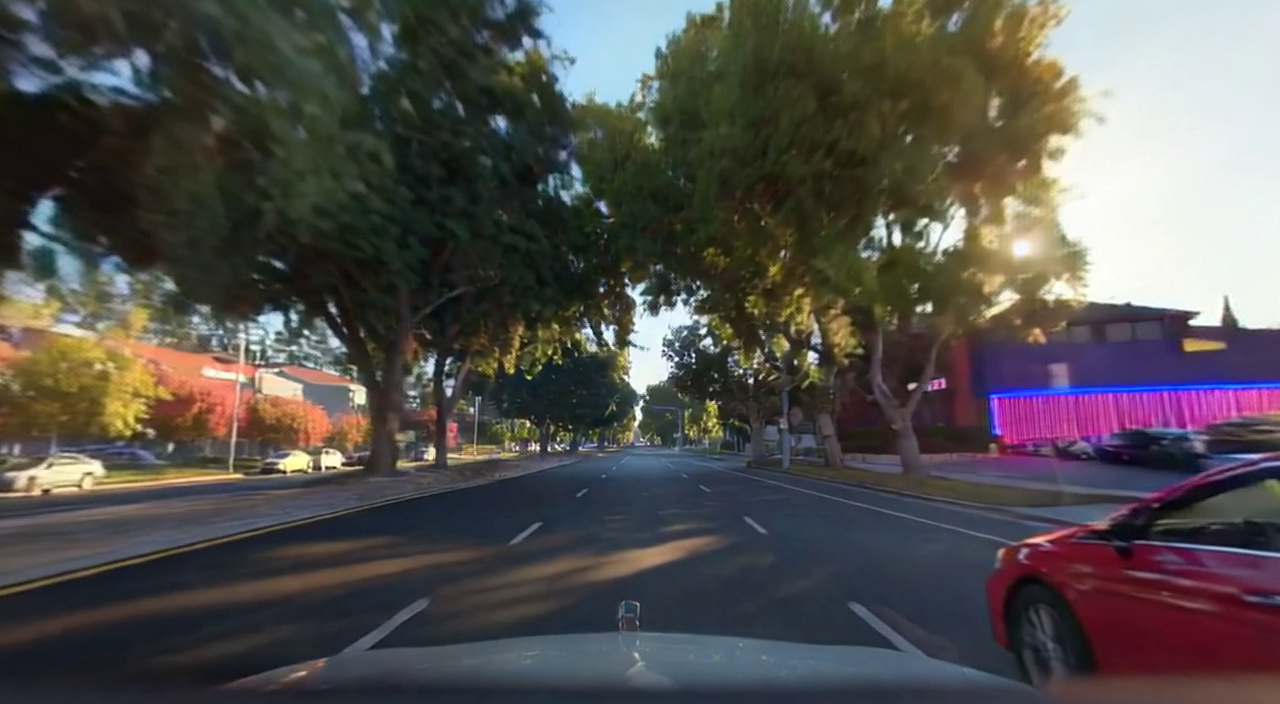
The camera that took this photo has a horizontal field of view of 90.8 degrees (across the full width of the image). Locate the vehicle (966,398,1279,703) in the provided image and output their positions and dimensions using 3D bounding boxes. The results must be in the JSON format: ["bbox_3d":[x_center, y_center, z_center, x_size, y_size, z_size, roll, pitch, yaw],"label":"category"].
[{"bbox_3d":[3.139,0.840,1.773,2.004,1.470,4.544,-1,-8,0],"label":"vehicle"}]

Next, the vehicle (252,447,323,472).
[{"bbox_3d":[-22.124,6.762,39.848,1.771,1.445,4.321,-1,-8,4],"label":"vehicle"}]

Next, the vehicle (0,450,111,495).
[{"bbox_3d":[-22.378,4.394,23.309,1.784,1.438,4.471,-1,-8,1],"label":"vehicle"}]
